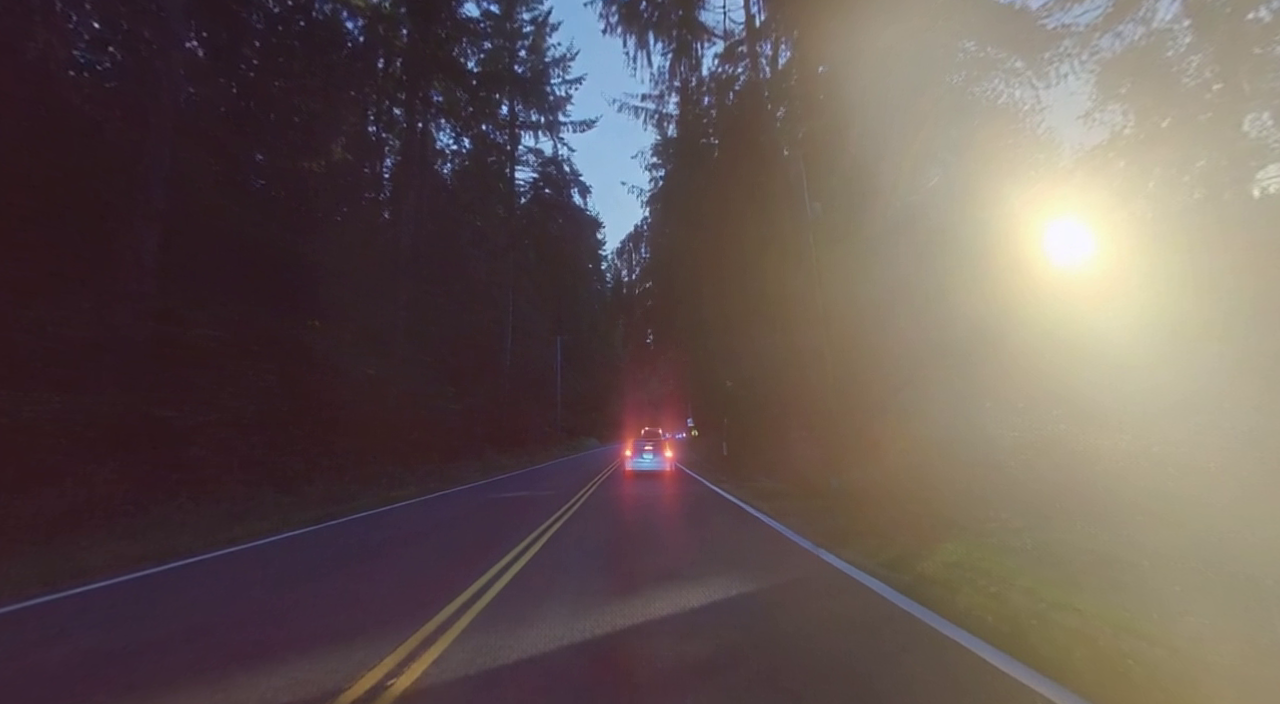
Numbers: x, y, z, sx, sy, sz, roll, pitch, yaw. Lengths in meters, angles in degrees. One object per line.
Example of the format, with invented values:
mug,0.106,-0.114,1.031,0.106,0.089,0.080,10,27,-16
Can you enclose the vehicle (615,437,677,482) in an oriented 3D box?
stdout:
vehicle,0.182,3.930,23.205,2.081,1.503,3.726,0,-8,-1
